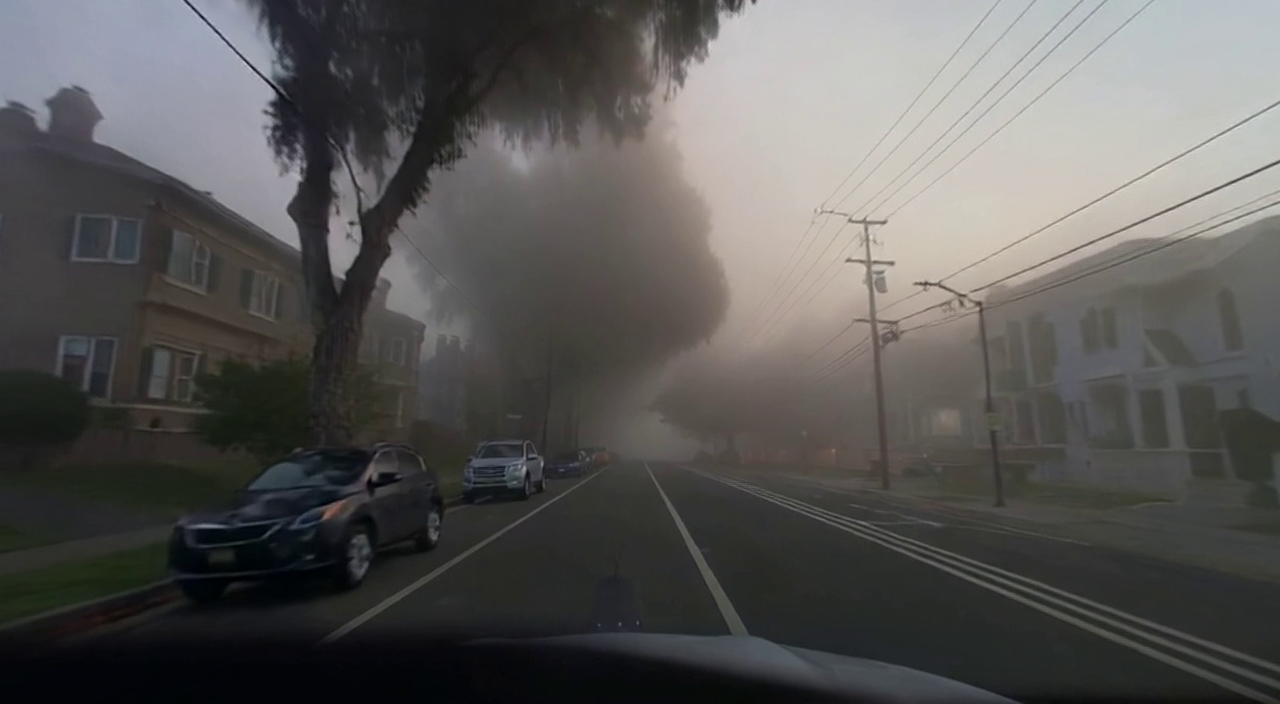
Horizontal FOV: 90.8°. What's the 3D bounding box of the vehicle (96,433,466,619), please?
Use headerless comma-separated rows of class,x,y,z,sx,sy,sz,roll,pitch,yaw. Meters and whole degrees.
vehicle,-3.708,1.830,7.783,1.825,1.542,4.715,0,-8,-1

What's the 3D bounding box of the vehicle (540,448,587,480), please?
vehicle,-4.021,6.016,34.114,1.917,1.516,4.898,-2,-9,0

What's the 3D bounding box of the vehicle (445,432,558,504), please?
vehicle,-4.055,3.520,19.681,2.189,1.887,5.616,-1,-9,1
